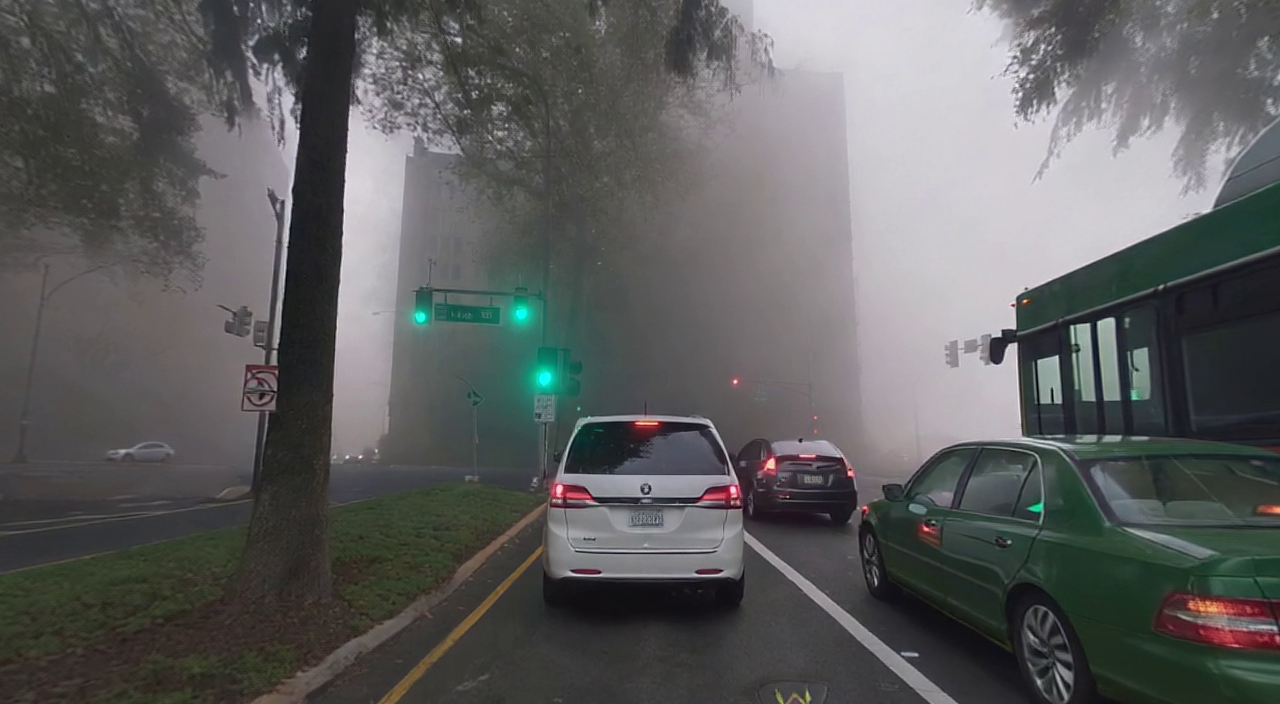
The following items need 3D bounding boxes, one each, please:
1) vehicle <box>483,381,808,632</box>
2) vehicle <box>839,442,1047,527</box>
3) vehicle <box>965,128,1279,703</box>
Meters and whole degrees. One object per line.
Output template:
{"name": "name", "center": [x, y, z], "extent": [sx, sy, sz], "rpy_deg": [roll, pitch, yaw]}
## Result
{"name": "vehicle", "center": [0.013, 1.474, 7.008], "extent": [2.381, 1.842, 4.603], "rpy_deg": [0, -8, -1]}
{"name": "vehicle", "center": [5.980, 2.638, 13.225], "extent": [1.987, 1.457, 4.675], "rpy_deg": [0, -8, -1]}
{"name": "vehicle", "center": [2.614, 0.317, 0.427], "extent": [2.037, 2.065, 5.037], "rpy_deg": [0, -8, 0]}
